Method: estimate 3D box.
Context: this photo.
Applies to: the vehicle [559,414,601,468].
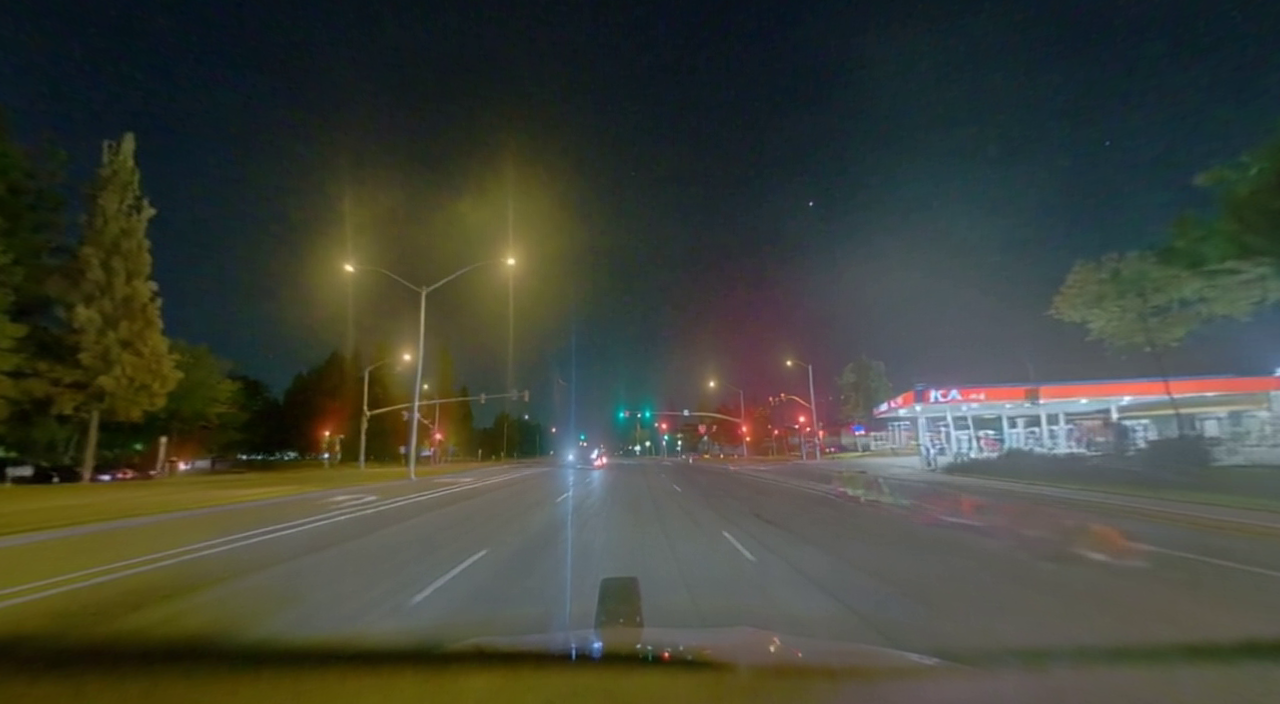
[{"bbox_3d":[-4.158,6.149,43.969,2.637,3.576,3.006,-1,-7,-1],"label":"vehicle"}]
